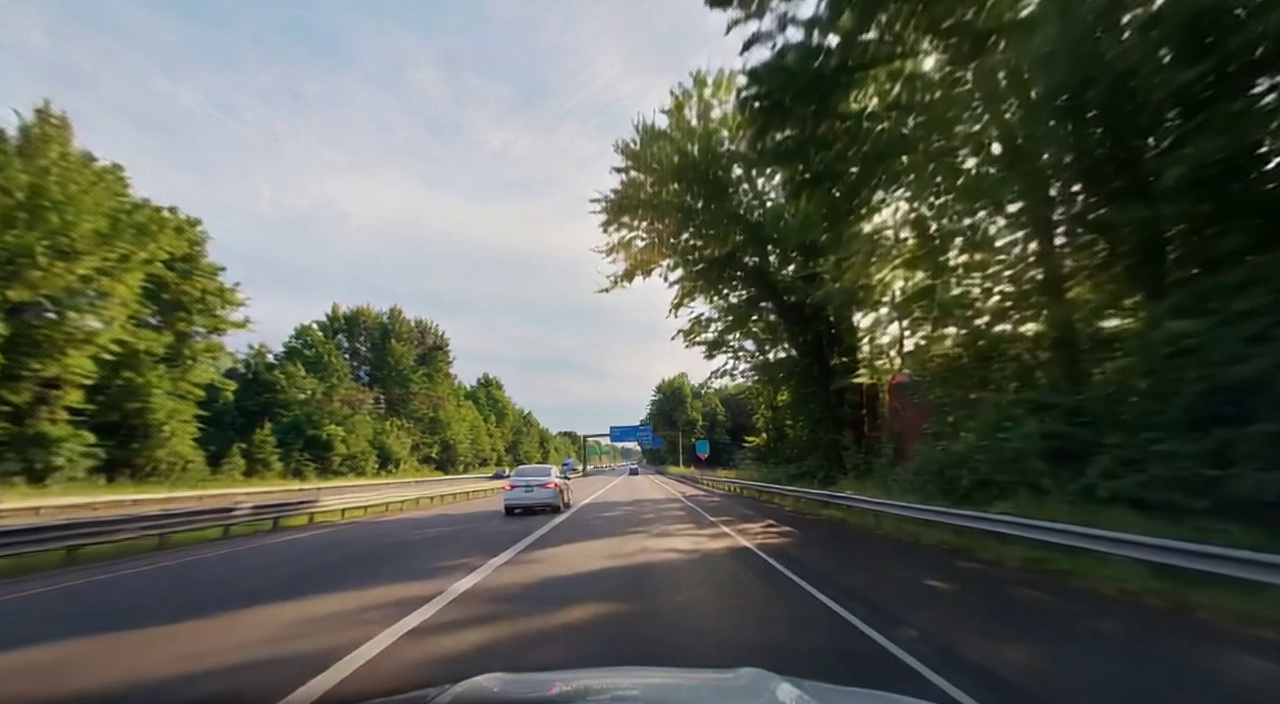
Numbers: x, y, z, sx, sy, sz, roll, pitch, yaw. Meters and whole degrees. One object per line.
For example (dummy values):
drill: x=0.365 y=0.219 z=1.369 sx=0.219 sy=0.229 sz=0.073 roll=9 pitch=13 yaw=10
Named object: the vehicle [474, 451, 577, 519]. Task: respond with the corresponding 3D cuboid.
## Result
vehicle: x=-3.088 y=3.733 z=17.966 sx=2.104 sy=1.655 sz=4.039 roll=0 pitch=-10 yaw=1
